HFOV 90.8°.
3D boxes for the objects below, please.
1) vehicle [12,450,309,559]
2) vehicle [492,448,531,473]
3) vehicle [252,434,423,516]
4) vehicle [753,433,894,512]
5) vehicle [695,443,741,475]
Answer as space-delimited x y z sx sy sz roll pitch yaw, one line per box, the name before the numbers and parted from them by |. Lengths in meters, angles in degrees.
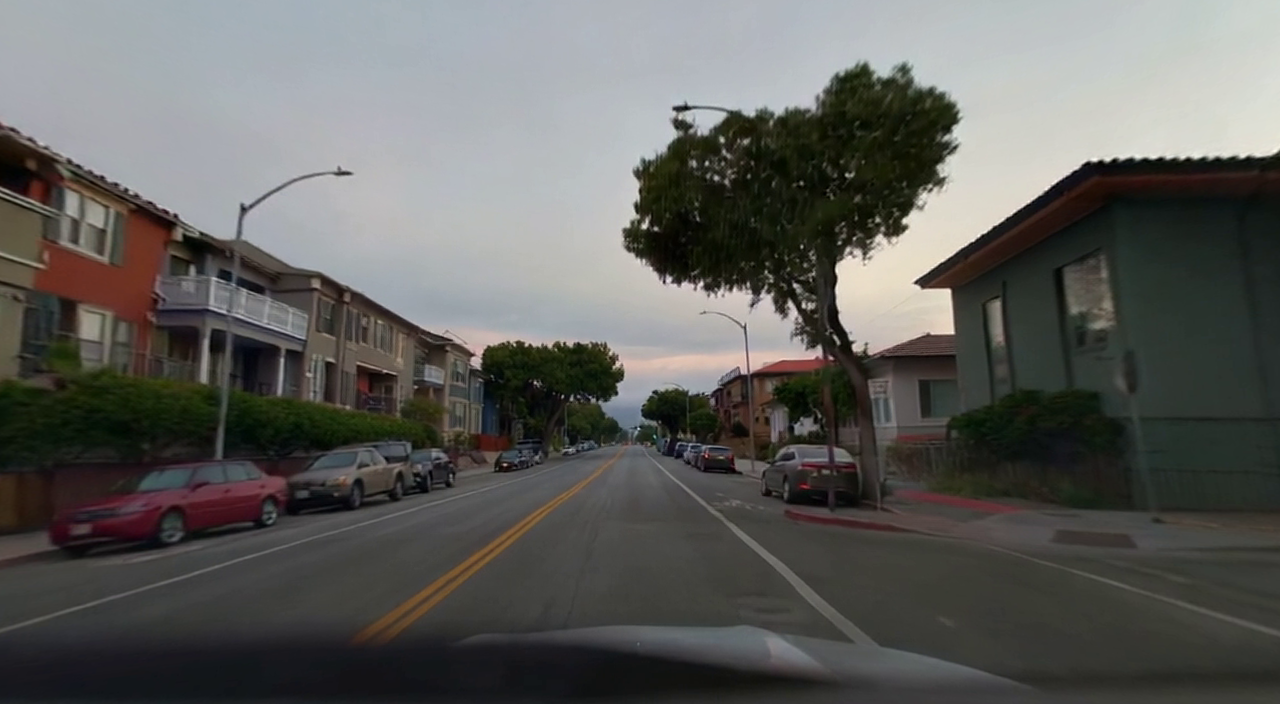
vehicle | -8.030 2.538 11.292 1.967 1.517 4.360 1 -9 -2
vehicle | -8.292 7.012 41.058 1.852 1.482 3.916 0 -9 -2
vehicle | -7.894 3.255 17.220 2.283 1.853 4.903 0 -9 -1
vehicle | 4.334 2.918 15.747 2.034 1.674 4.271 1 -9 -3
vehicle | 4.037 5.597 33.399 1.845 1.556 3.929 1 -9 -1
